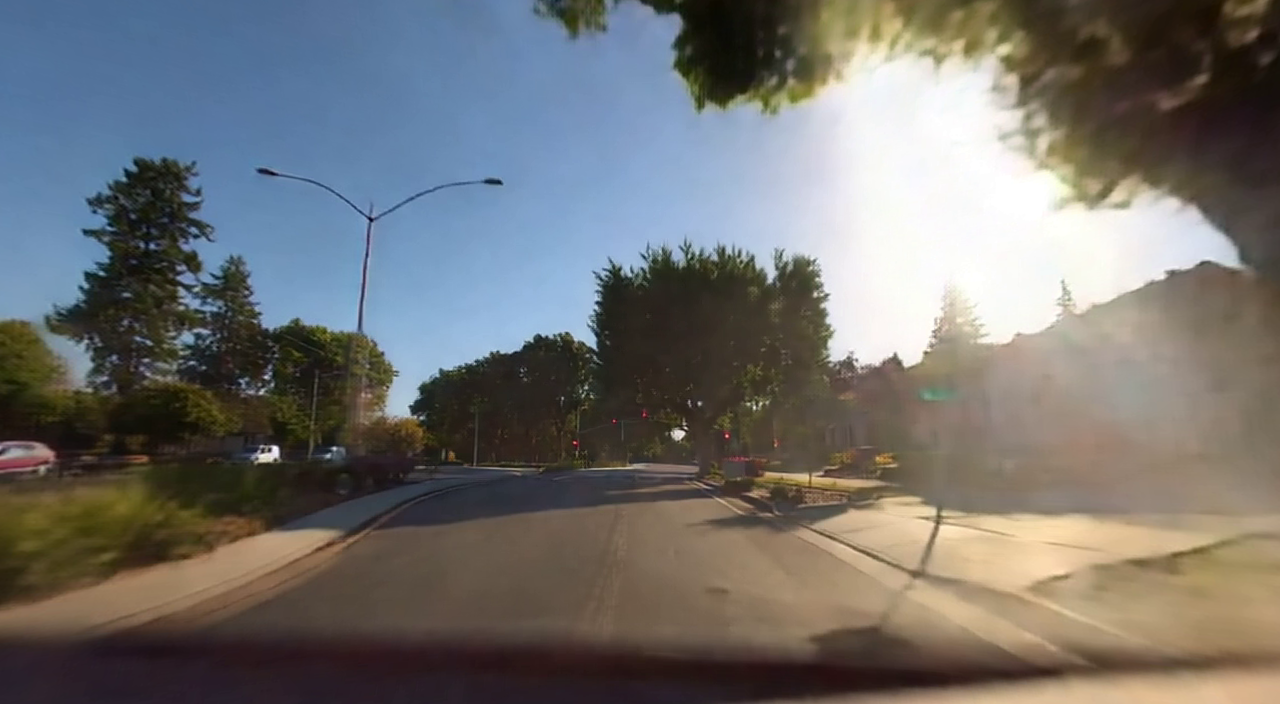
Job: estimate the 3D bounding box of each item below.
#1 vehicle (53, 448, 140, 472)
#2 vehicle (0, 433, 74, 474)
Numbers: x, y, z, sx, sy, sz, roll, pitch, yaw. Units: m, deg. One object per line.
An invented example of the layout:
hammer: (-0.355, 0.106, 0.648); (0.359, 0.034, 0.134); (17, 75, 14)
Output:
vehicle: (-34.818, 6.927, 40.551); (1.839, 1.435, 4.271); (0, -9, -1)
vehicle: (-34.472, 5.507, 34.267); (2.281, 2.125, 5.526); (0, -9, -1)
